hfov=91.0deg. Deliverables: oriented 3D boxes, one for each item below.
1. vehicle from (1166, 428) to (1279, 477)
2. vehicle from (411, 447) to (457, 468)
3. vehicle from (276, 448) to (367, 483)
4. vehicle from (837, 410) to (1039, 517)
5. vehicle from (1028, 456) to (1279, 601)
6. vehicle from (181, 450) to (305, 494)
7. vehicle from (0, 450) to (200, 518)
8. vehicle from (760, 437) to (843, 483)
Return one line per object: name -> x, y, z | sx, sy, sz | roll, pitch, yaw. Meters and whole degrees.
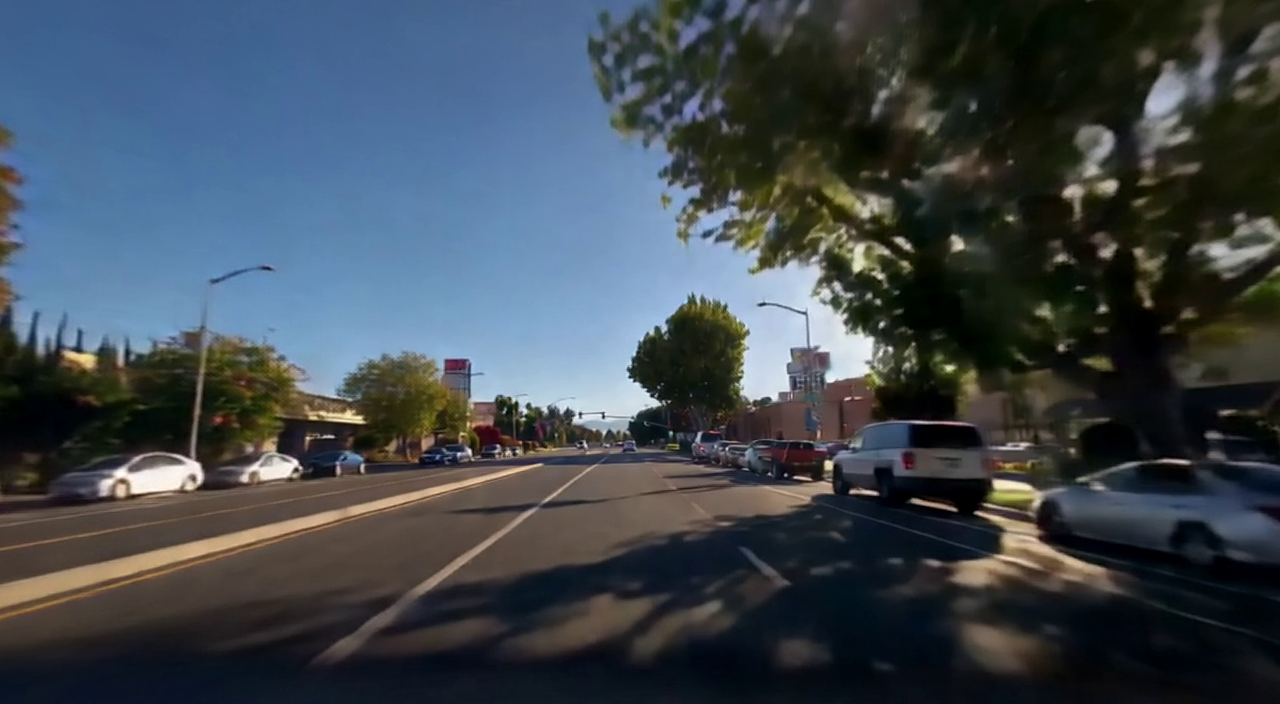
vehicle -> 26.904, 4.372, 27.472 | 2.195, 2.015, 5.433 | 6, -10, -34
vehicle -> -15.520, 7.960, 47.612 | 2.036, 1.478, 4.615 | 0, -9, -1
vehicle -> -15.064, 5.374, 30.087 | 1.897, 1.517, 4.802 | 0, -9, -1
vehicle -> 7.442, 2.919, 16.708 | 2.327, 2.296, 5.692 | 1, -9, -3
vehicle -> 7.759, 2.203, 8.419 | 1.992, 1.499, 4.715 | 3, -9, -3
vehicle -> -15.097, 4.541, 24.263 | 1.880, 1.488, 4.483 | 0, -9, -1
vehicle -> -14.901, 3.554, 17.547 | 1.836, 1.448, 4.941 | 0, -7, -2
vehicle -> 7.117, 4.827, 28.461 | 2.092, 1.887, 5.632 | 0, -9, -2
